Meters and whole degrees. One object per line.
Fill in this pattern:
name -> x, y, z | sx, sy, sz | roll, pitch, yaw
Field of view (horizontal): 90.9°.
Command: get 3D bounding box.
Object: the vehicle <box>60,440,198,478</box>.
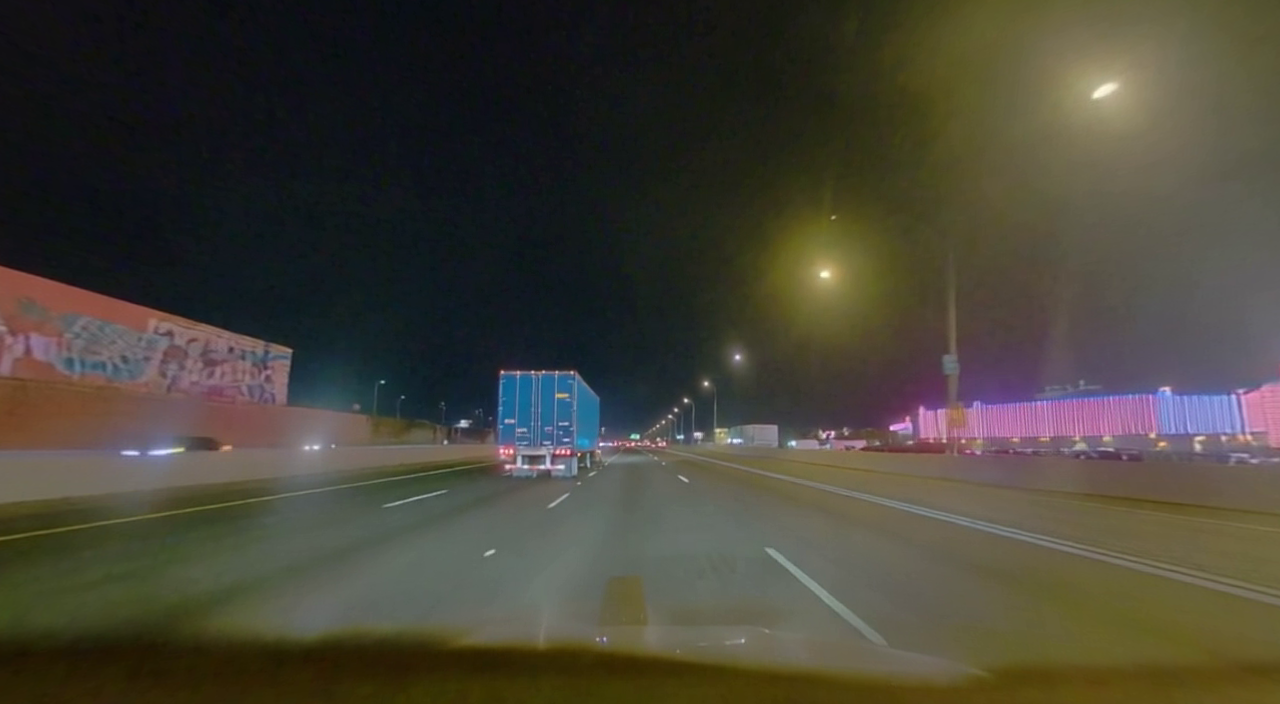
vehicle -> -21.582, 4.523, 26.946 | 1.849, 1.491, 4.662 | -1, -8, 3

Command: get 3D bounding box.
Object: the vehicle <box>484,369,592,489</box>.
vehicle -> -3.846, 3.150, 26.230 | 2.977, 4.048, 8.890 | 2, -7, -1
